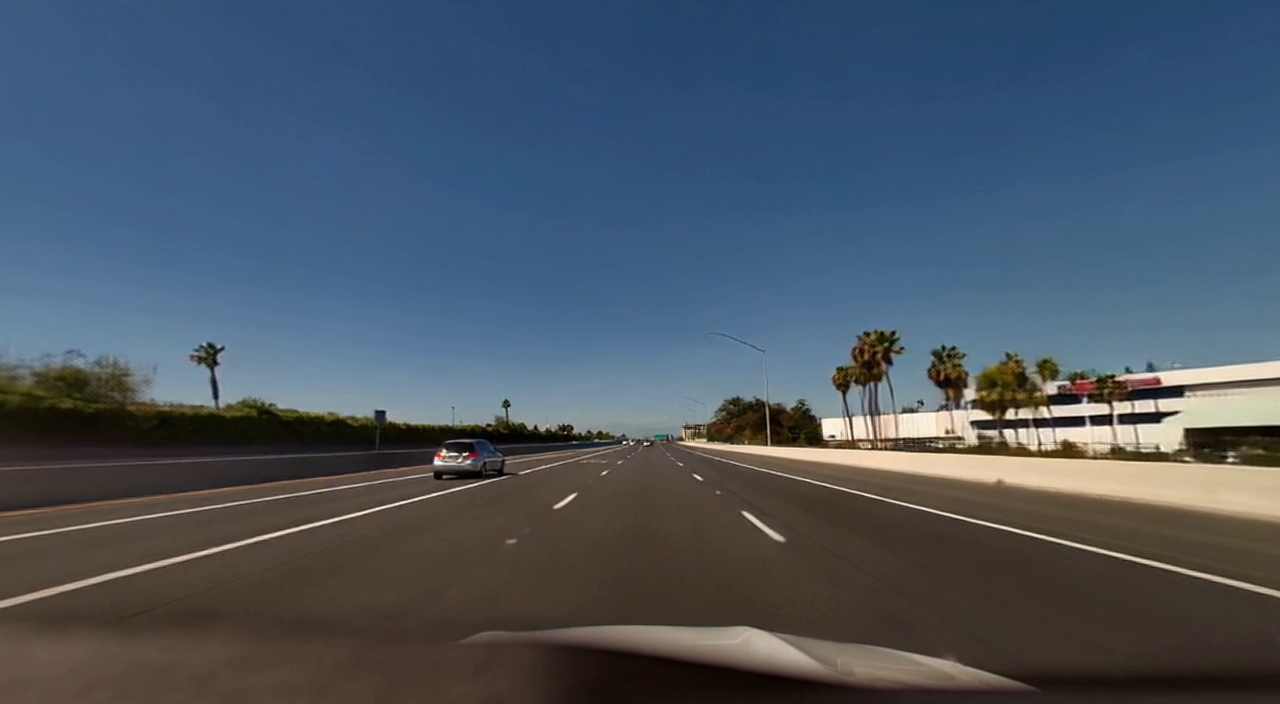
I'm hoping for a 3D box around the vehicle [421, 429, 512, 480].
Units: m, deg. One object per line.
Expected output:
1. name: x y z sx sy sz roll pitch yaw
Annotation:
1. vehicle: -6.707 4.027 25.021 2.145 1.793 4.762 0 -8 1
